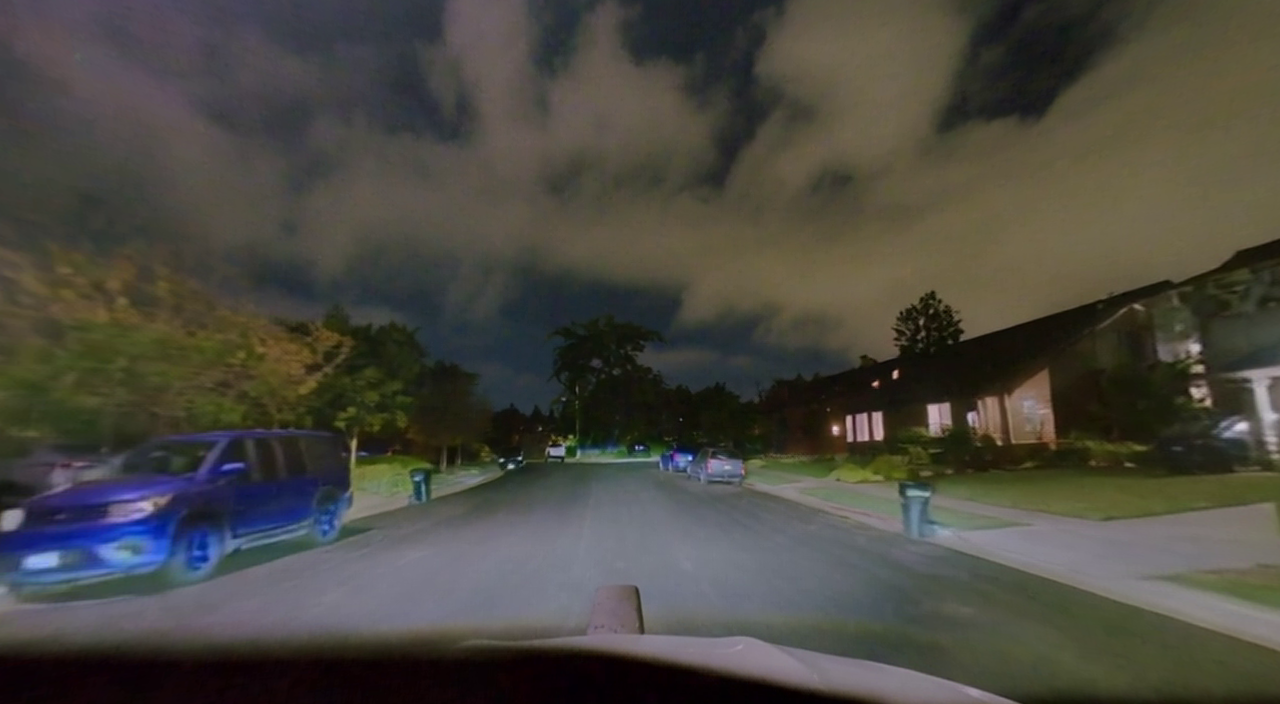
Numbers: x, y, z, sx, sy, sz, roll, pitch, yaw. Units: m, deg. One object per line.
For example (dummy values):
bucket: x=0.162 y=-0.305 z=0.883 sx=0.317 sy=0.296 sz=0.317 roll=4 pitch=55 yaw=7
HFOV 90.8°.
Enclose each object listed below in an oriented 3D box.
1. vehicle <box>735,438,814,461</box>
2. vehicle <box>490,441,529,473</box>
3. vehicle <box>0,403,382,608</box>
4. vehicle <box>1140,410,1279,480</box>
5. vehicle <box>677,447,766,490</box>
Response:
vehicle: x=9.117 y=6.560 z=42.801 sx=4.940 sy=1.477 sz=2.015 roll=3 pitch=-8 yaw=-21
vehicle: x=-8.344 y=6.644 z=40.225 sx=1.976 sy=1.855 sz=4.299 roll=3 pitch=-8 yaw=-16
vehicle: x=-5.411 y=1.743 z=8.284 sx=2.215 sy=1.859 sz=4.765 roll=1 pitch=-8 yaw=-3
vehicle: x=14.414 y=2.184 z=14.885 sx=4.488 sy=1.454 sz=1.944 roll=3 pitch=-9 yaw=-20
vehicle: x=2.997 y=4.414 z=24.353 sx=1.984 sy=1.437 sz=4.726 roll=1 pitch=-9 yaw=-11
